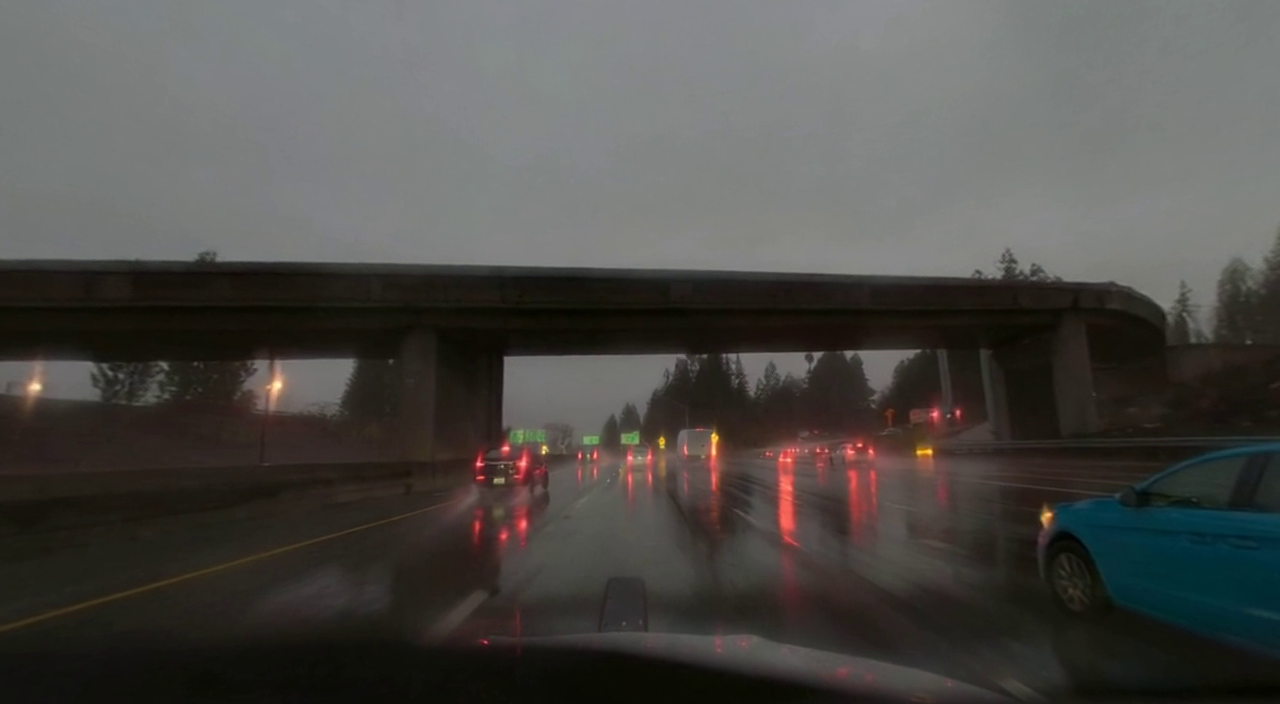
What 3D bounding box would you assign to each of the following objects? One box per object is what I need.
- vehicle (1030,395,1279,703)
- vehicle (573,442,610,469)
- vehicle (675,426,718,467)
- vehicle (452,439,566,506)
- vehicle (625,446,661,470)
[{"bbox_3d":[3.954,0.905,2.361,2.085,1.558,4.466,0,-9,0],"label":"vehicle"},{"bbox_3d":[-3.224,7.017,42.759,2.078,1.706,4.298,-1,-9,1],"label":"vehicle"},{"bbox_3d":[3.972,6.874,45.757,2.436,2.745,6.607,0,-9,-1],"label":"vehicle"},{"bbox_3d":[-3.352,3.175,17.020,2.137,1.562,3.926,-1,-8,1],"label":"vehicle"},{"bbox_3d":[0.189,6.756,40.425,2.174,1.467,4.005,0,-8,0],"label":"vehicle"}]
